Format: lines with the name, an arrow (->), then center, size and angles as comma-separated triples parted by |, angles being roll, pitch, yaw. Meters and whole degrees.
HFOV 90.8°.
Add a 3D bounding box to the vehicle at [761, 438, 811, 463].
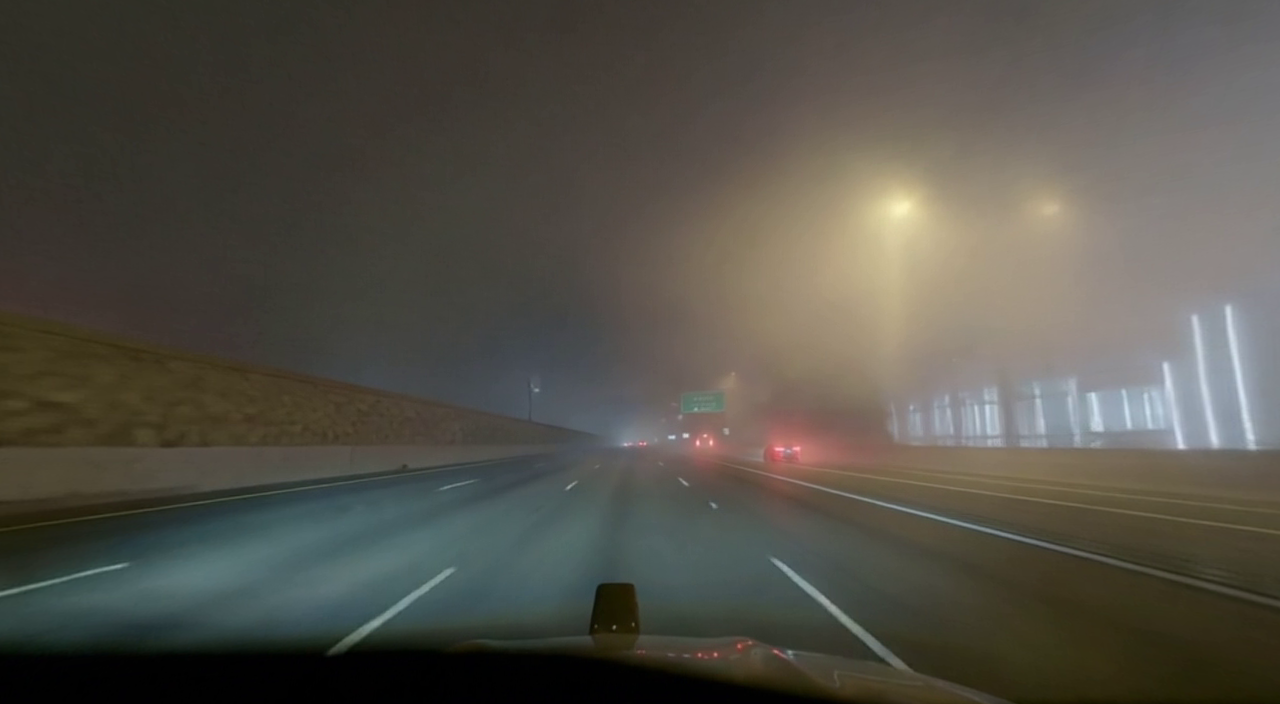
vehicle -> 10.495, 7.125, 45.869 | 2.165, 1.636, 5.175 | 0, -8, -2
